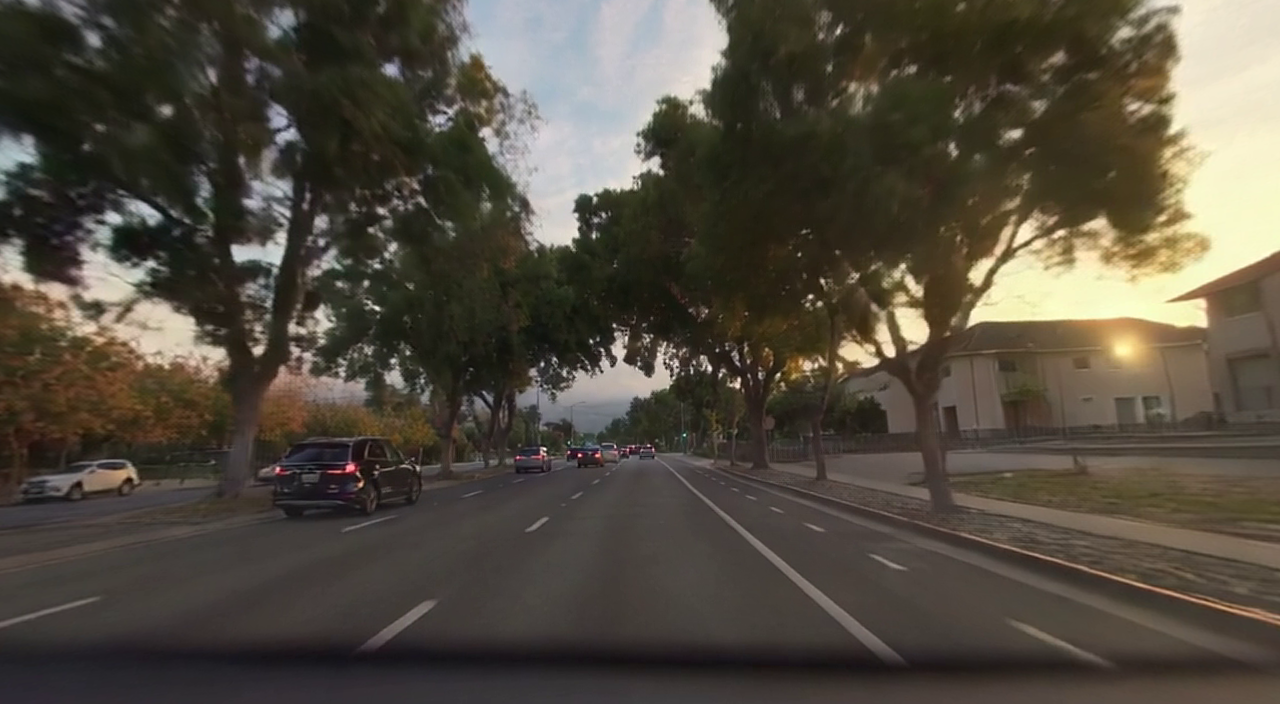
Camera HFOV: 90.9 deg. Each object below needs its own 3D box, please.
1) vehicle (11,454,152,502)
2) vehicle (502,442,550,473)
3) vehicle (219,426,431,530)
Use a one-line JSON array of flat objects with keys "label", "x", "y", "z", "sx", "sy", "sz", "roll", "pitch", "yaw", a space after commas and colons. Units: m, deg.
[{"label": "vehicle", "x": -25.295, "y": 5.697, "z": 28.861, "sx": 2.031, "sy": 1.862, "sz": 4.761, "roll": -1, "pitch": -8, "yaw": 1}, {"label": "vehicle", "x": -6.616, "y": 6.198, "z": 37.118, "sx": 1.985, "sy": 1.708, "sz": 4.310, "roll": 0, "pitch": -9, "yaw": 0}, {"label": "vehicle", "x": -6.173, "y": 2.507, "z": 13.102, "sx": 2.123, "sy": 1.761, "sz": 4.322, "roll": 0, "pitch": -9, "yaw": 0}]
